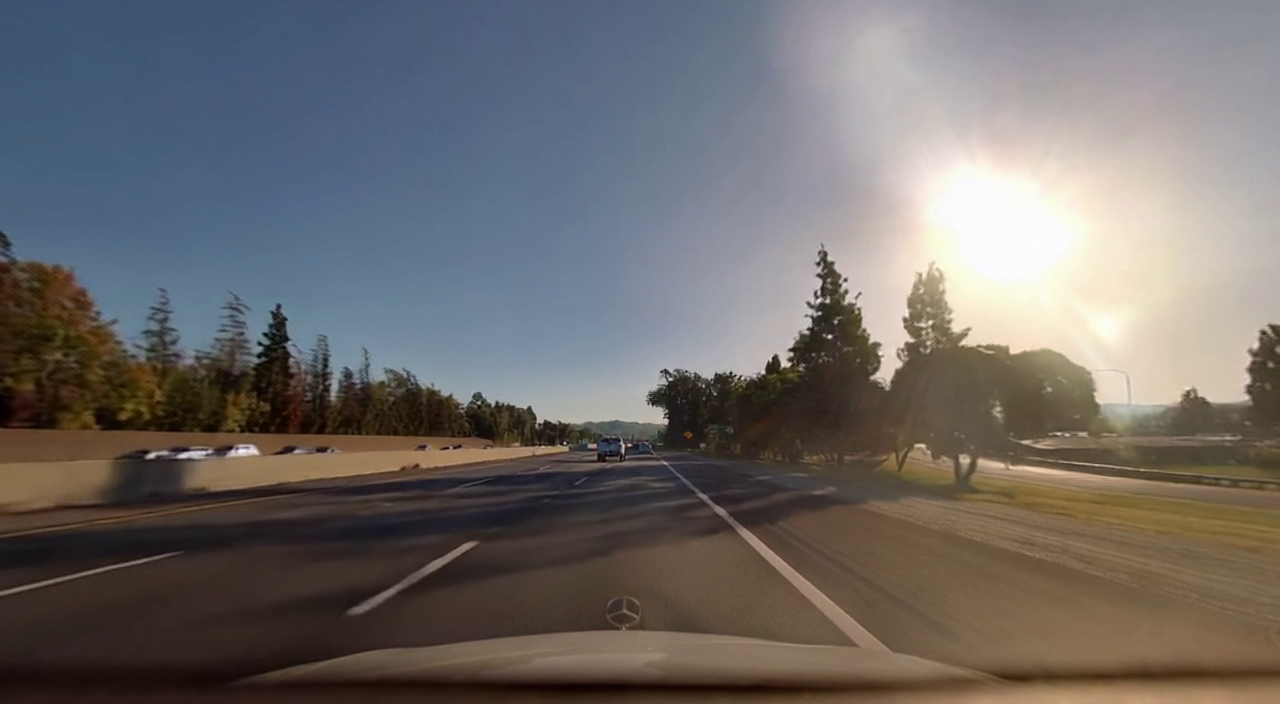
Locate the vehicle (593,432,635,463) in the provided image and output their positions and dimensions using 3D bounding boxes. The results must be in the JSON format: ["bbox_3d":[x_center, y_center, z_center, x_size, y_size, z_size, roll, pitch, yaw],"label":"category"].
[{"bbox_3d":[-1.826,7.079,46.881,2.604,2.170,6.271,0,-8,2],"label":"vehicle"}]

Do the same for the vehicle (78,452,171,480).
[{"bbox_3d":[-29.558,6.508,36.311,1.781,1.432,4.227,0,-8,0],"label":"vehicle"}]

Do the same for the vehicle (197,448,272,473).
[{"bbox_3d":[-25.568,6.830,39.919,1.839,1.458,4.174,0,-8,1],"label":"vehicle"}]
